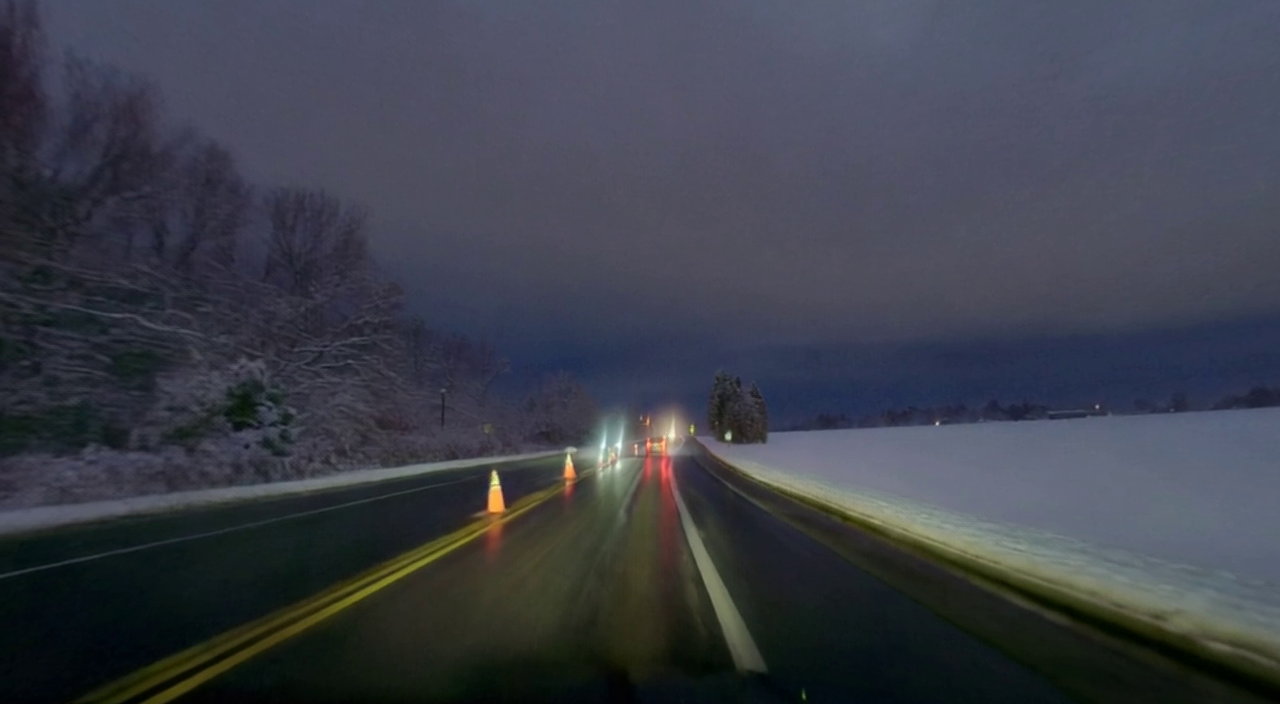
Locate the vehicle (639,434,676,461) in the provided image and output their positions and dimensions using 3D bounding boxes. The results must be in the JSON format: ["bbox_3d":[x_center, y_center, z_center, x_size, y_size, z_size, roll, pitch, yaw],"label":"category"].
[{"bbox_3d":[1.089,5.592,37.066,2.042,1.489,3.963,0,-8,3],"label":"vehicle"}]
